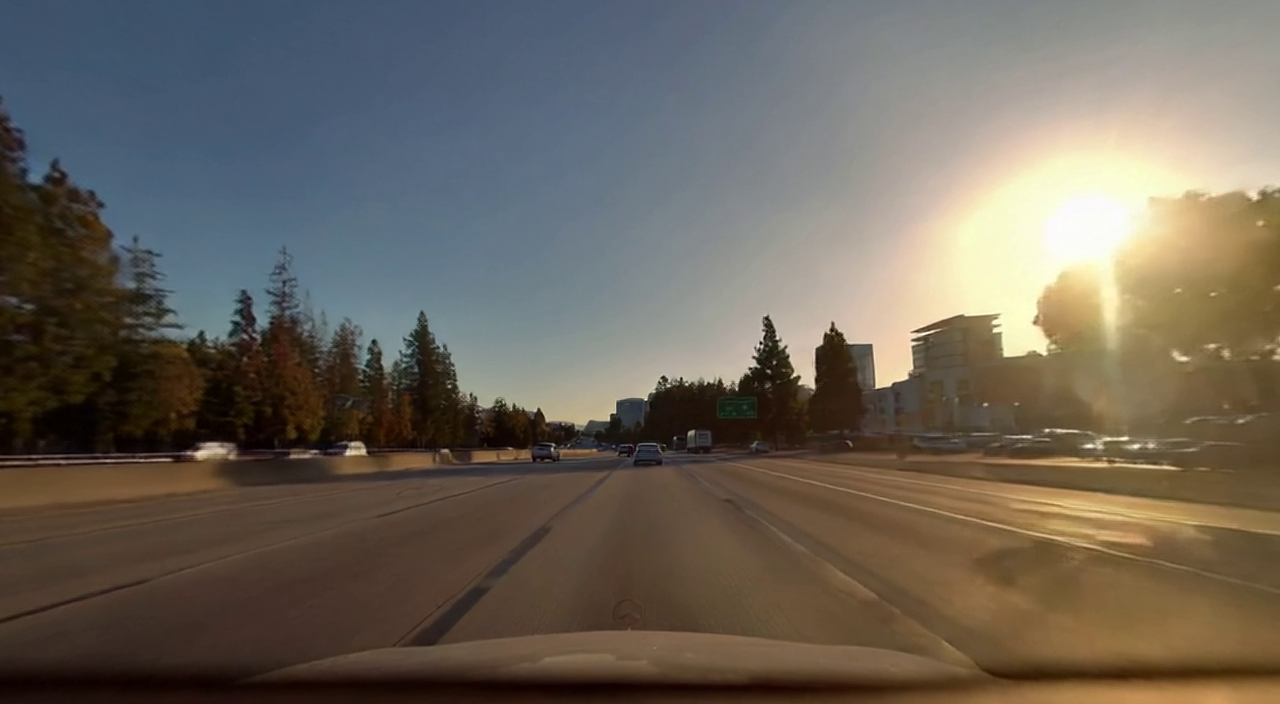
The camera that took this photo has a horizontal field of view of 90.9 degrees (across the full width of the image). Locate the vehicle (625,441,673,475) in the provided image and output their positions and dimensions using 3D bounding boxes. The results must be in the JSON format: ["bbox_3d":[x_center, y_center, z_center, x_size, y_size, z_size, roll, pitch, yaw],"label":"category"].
[{"bbox_3d":[0.397,4.992,30.019,2.112,1.482,4.082,0,-8,0],"label":"vehicle"}]

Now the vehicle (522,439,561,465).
[{"bbox_3d":[-7.173,7.314,46.384,2.093,1.789,4.399,0,-8,1],"label":"vehicle"}]

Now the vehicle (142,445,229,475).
[{"bbox_3d":[-32.556,7.703,45.431,2.161,1.979,5.515,0,-8,0],"label":"vehicle"}]

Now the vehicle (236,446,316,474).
[{"bbox_3d":[-21.257,6.323,37.075,1.958,1.521,4.492,0,-8,1],"label":"vehicle"}]
